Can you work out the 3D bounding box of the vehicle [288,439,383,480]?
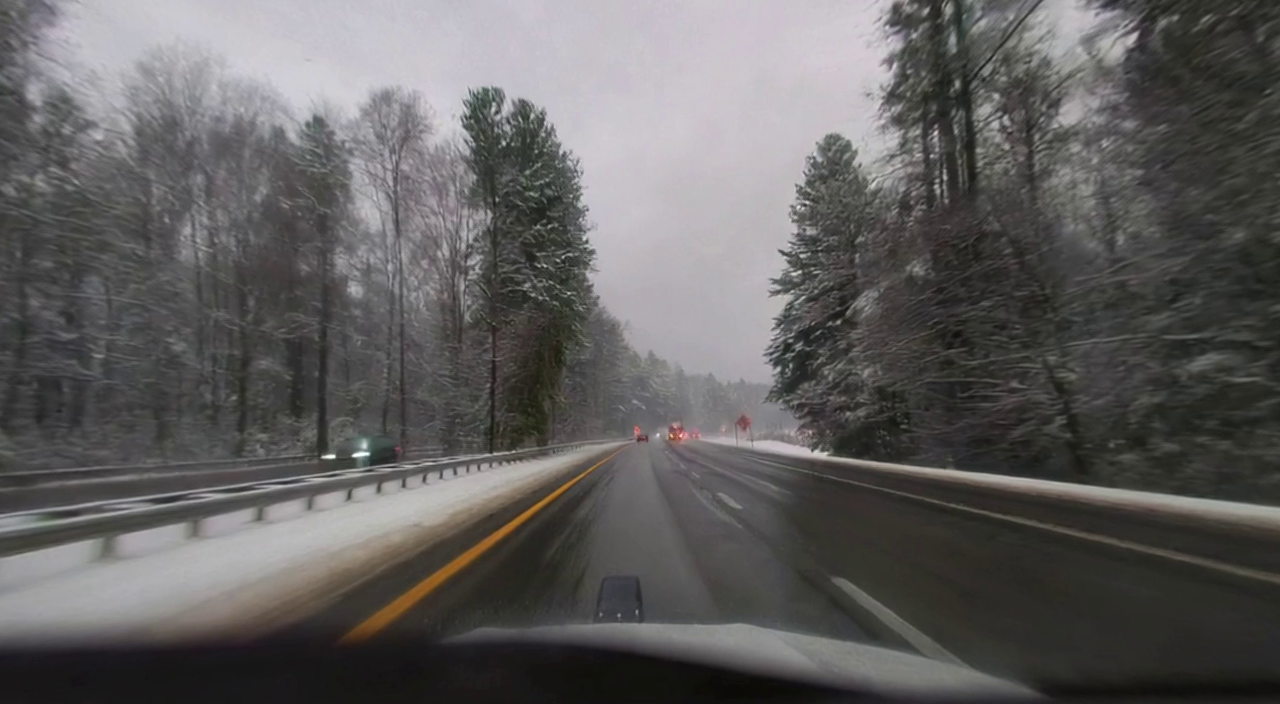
[{"bbox_3d":[-11.679,4.102,24.436,1.783,1.422,3.720,0,-8,0],"label":"vehicle"}]
